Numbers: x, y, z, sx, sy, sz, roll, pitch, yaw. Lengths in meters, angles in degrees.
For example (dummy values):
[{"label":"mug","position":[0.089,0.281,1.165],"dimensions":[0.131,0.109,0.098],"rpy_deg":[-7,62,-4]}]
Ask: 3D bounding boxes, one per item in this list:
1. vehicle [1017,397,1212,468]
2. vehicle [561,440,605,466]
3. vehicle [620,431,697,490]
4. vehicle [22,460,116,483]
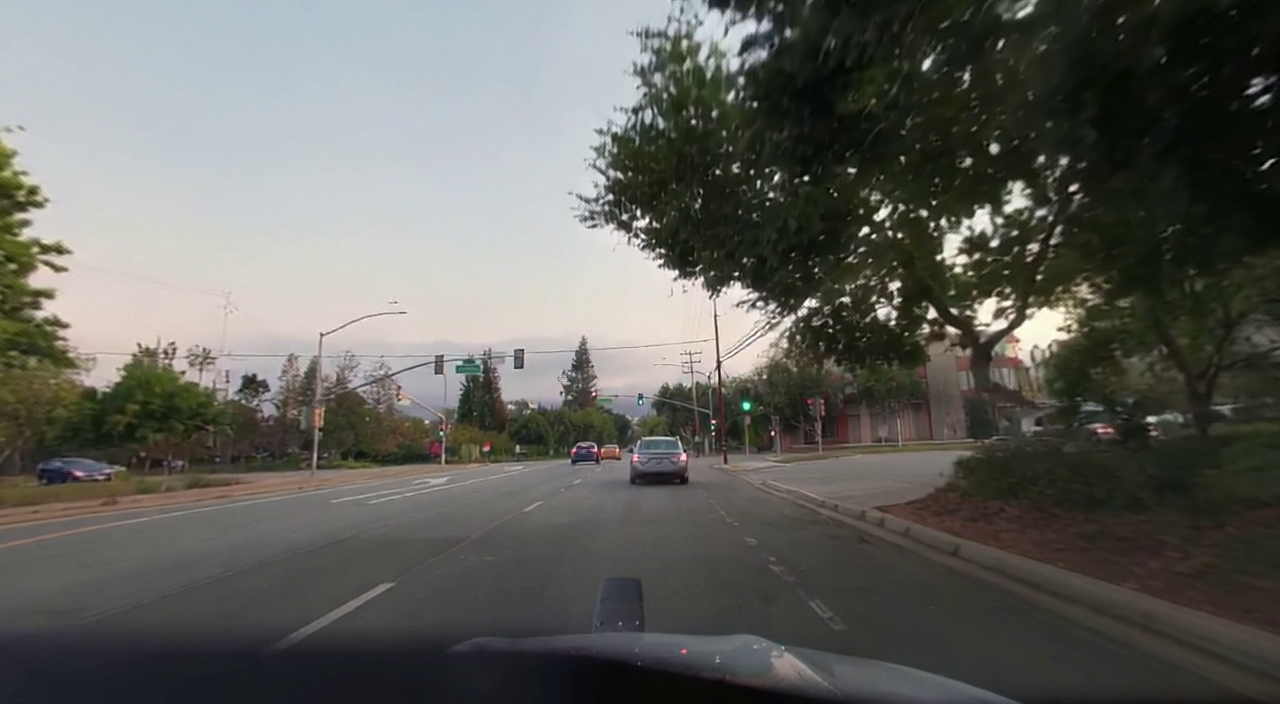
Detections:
[{"label":"vehicle","position":[14.442,2.561,19.803],"dimensions":[2.225,1.922,5.243],"rpy_deg":[-1,-8,3]},{"label":"vehicle","position":[-3.386,6.150,38.534],"dimensions":[2.153,1.474,4.284],"rpy_deg":[0,-8,2]},{"label":"vehicle","position":[0.559,3.332,19.827],"dimensions":[2.156,1.636,3.923],"rpy_deg":[0,-8,1]},{"label":"vehicle","position":[-43.197,9.032,47.856],"dimensions":[5.149,1.515,1.942],"rpy_deg":[2,-10,-1]}]
